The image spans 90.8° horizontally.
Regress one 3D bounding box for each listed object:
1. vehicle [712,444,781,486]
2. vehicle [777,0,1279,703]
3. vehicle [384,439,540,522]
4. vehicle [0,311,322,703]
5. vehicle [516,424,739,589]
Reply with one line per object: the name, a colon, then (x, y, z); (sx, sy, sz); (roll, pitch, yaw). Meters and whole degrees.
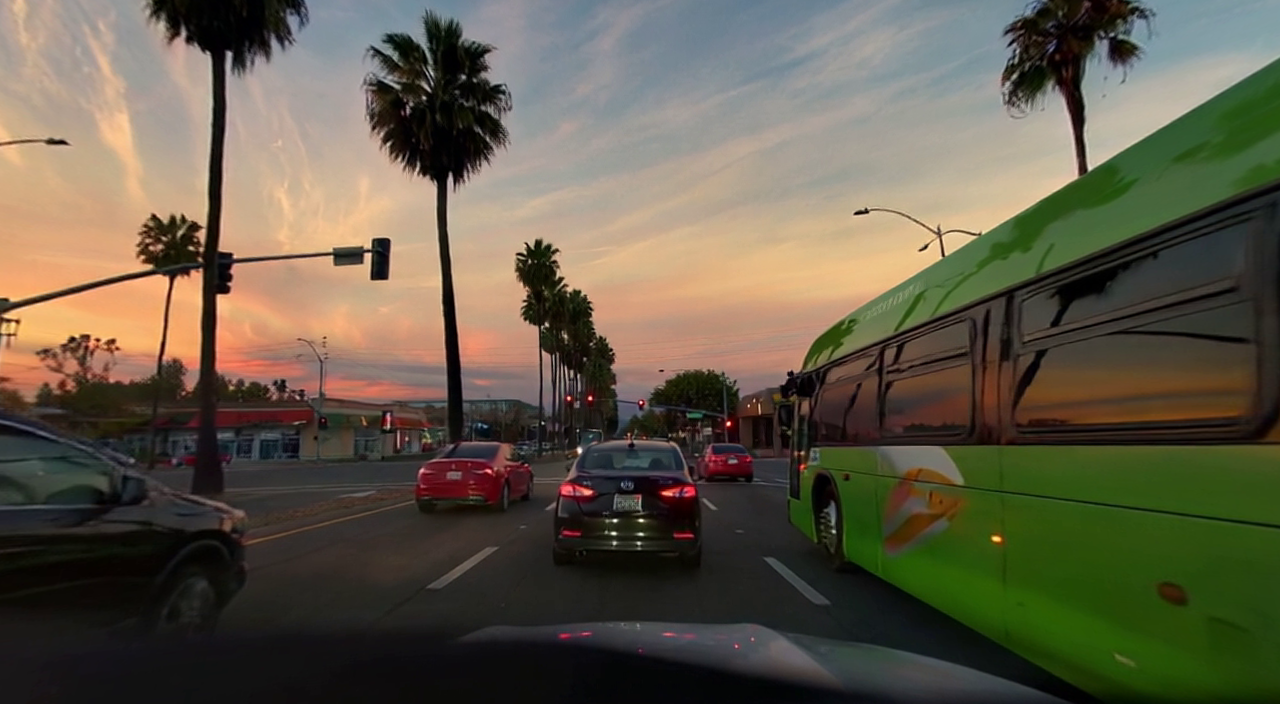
vehicle: (4.017, 4.329, 24.612); (1.989, 1.467, 4.364); (0, -9, 1)
vehicle: (3.612, -0.201, 2.772); (3.068, 4.026, 13.534); (0, -9, 0)
vehicle: (-3.430, 2.550, 13.097); (1.919, 1.415, 4.178); (0, -9, 2)
vehicle: (-3.531, 0.734, 2.188); (2.145, 1.824, 4.974); (0, -9, 1)
vehicle: (-0.138, 1.716, 7.820); (2.060, 1.499, 3.831); (0, -9, -1)
